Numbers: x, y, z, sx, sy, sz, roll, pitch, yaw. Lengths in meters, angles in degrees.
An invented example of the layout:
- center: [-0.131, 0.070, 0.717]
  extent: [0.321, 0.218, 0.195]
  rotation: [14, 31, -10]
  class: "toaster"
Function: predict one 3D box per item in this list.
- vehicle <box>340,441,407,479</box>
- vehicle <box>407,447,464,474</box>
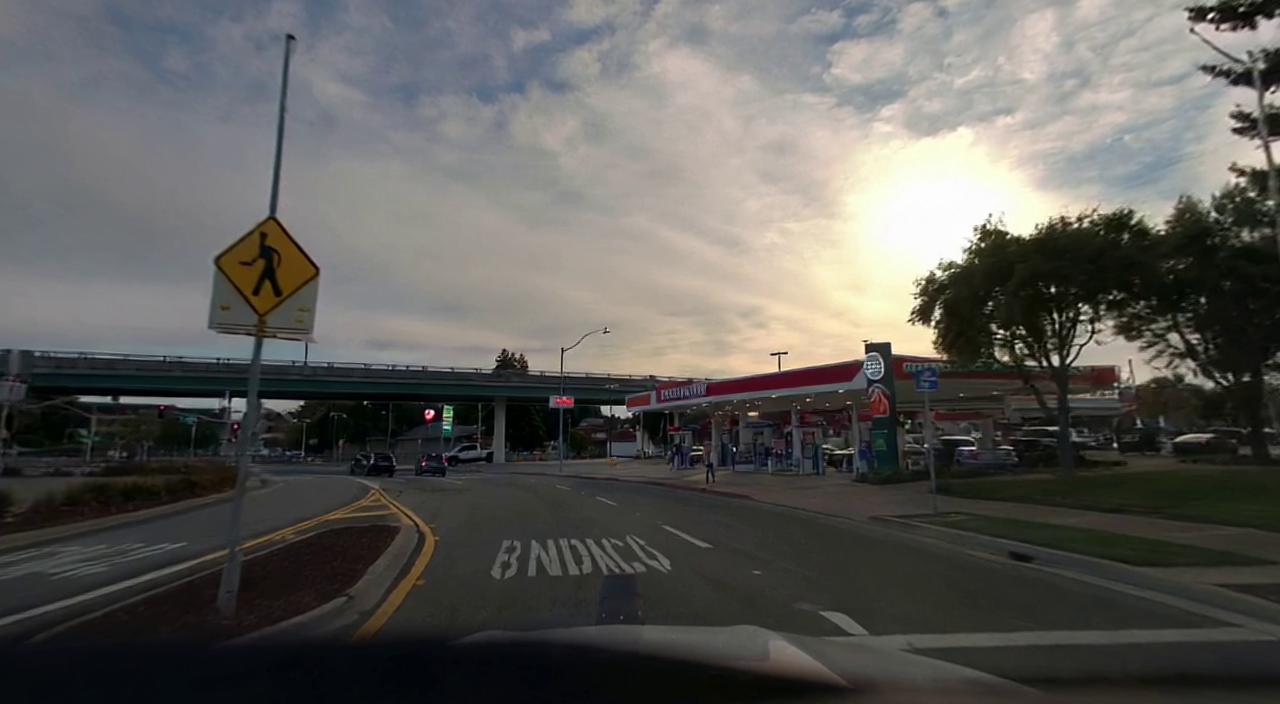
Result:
- center: [-15.412, 6.137, 36.215]
  extent: [2.254, 2.006, 4.766]
  rotation: [7, -11, -37]
  class: "vehicle"
- center: [-15.077, 7.917, 46.163]
  extent: [2.202, 1.822, 4.826]
  rotation: [7, -11, -40]
  class: "vehicle"
